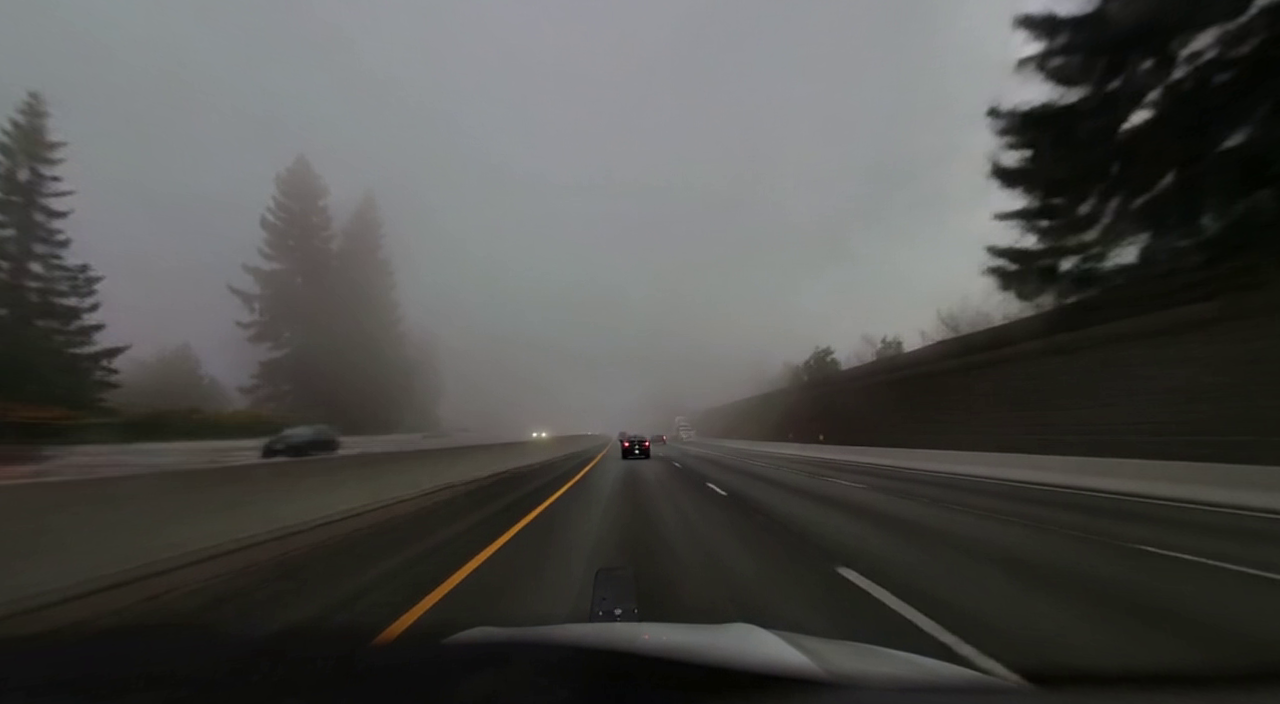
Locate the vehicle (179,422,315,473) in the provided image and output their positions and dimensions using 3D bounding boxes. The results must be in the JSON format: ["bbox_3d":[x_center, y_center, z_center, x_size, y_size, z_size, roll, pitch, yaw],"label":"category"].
[{"bbox_3d":[-12.654,3.092,20.623,1.883,1.490,3.959,0,-8,0],"label":"vehicle"}]

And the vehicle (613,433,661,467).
[{"bbox_3d":[-0.174,4.604,29.918,2.119,1.480,4.000,0,-8,-1],"label":"vehicle"}]
